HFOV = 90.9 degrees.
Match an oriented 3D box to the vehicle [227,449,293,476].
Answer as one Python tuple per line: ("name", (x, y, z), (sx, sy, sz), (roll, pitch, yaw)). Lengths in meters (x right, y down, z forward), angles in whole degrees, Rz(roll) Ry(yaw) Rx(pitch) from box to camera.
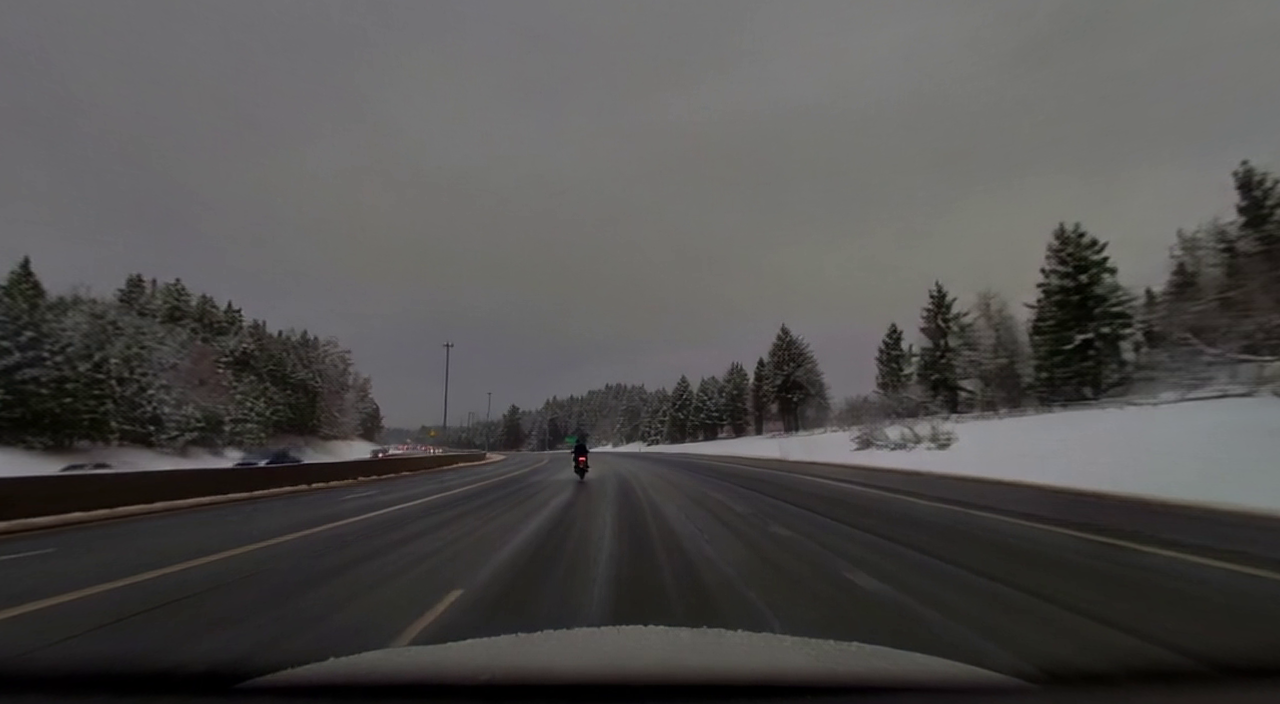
("vehicle", (-27.083, 7.866, 45.154), (1.993, 1.712, 4.889), (0, -8, -4))
